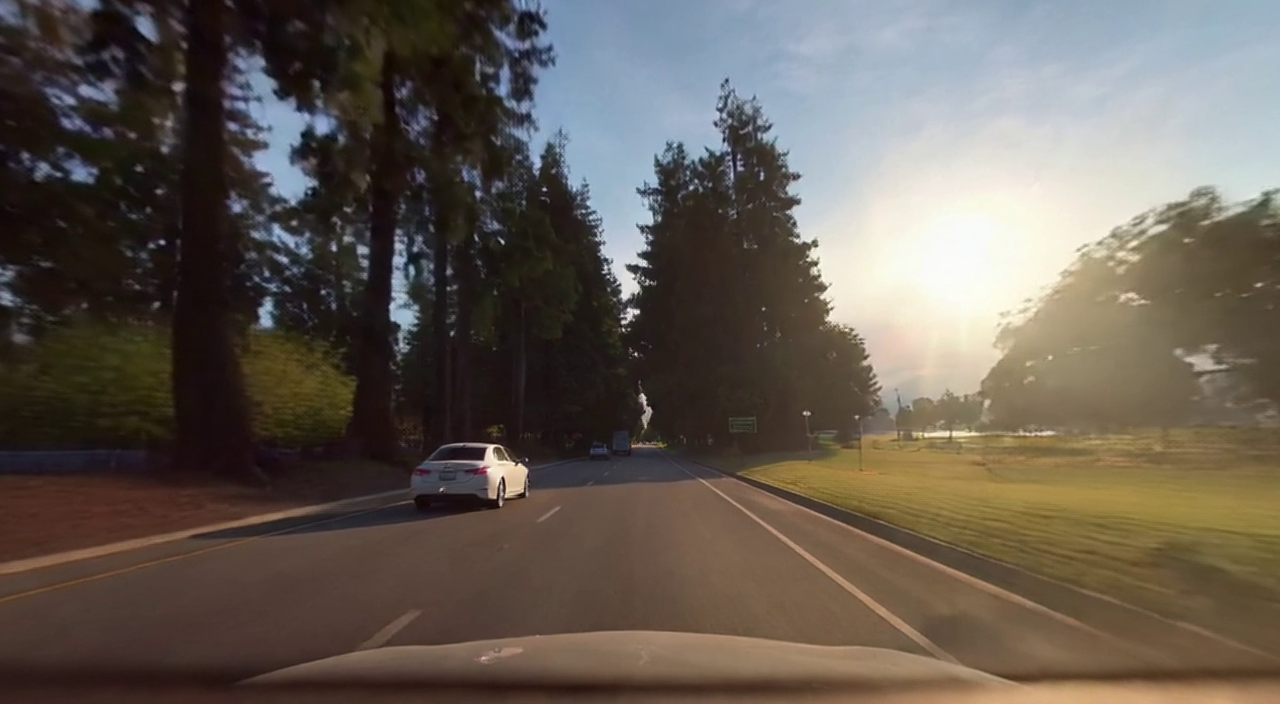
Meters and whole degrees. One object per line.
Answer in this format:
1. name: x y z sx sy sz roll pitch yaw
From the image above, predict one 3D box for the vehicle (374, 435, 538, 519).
1. vehicle: -3.623 2.541 13.433 2.033 1.454 4.512 -1 -8 1
